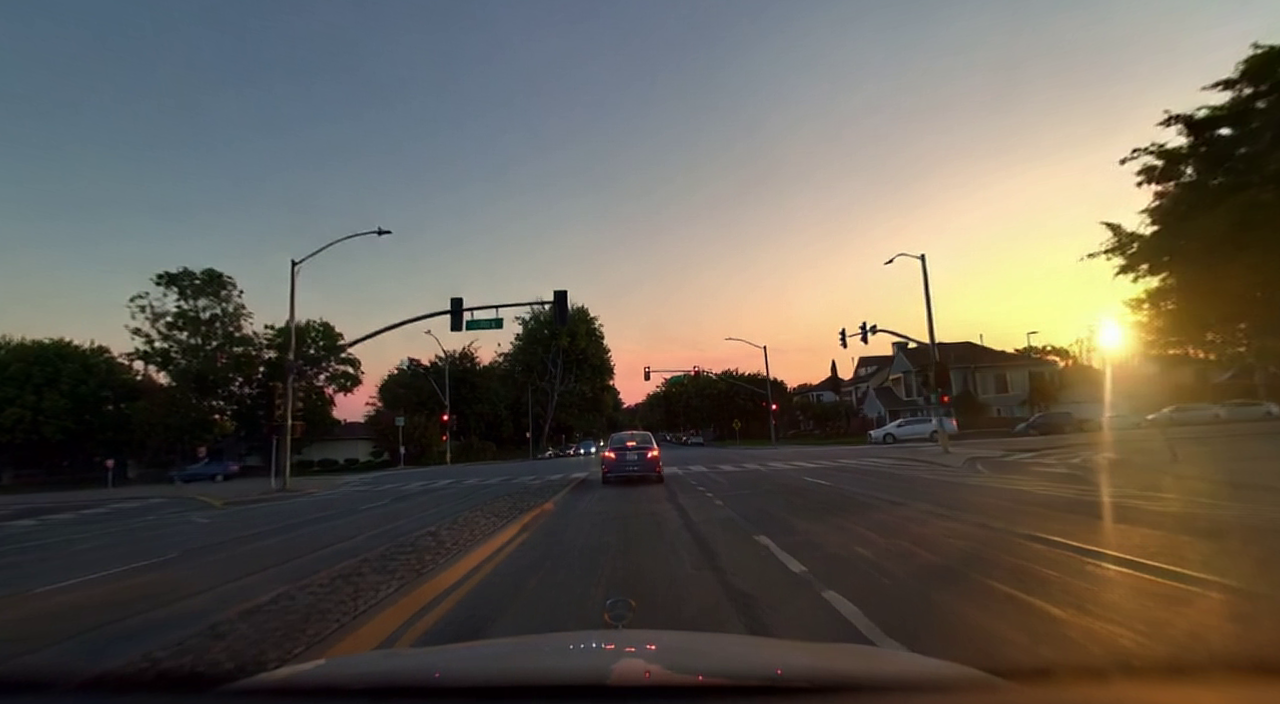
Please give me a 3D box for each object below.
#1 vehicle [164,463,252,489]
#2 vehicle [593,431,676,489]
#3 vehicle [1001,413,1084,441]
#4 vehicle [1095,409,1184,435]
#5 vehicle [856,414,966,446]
[{"bbox_3d":[-32.660,9.399,47.901,5.009,1.739,2.092,1,-8,-11],"label":"vehicle"},{"bbox_3d":[-0.058,3.277,19.507,2.074,1.570,3.647,0,-8,7],"label":"vehicle"},{"bbox_3d":[28.648,5.361,45.069,4.557,1.899,1.996,1,-8,-5],"label":"vehicle"},{"bbox_3d":[35.911,5.066,45.470,4.735,1.784,2.094,1,-7,-3],"label":"vehicle"},{"bbox_3d":[17.931,5.200,42.104,6.025,2.000,2.876,1,-7,-2],"label":"vehicle"}]
